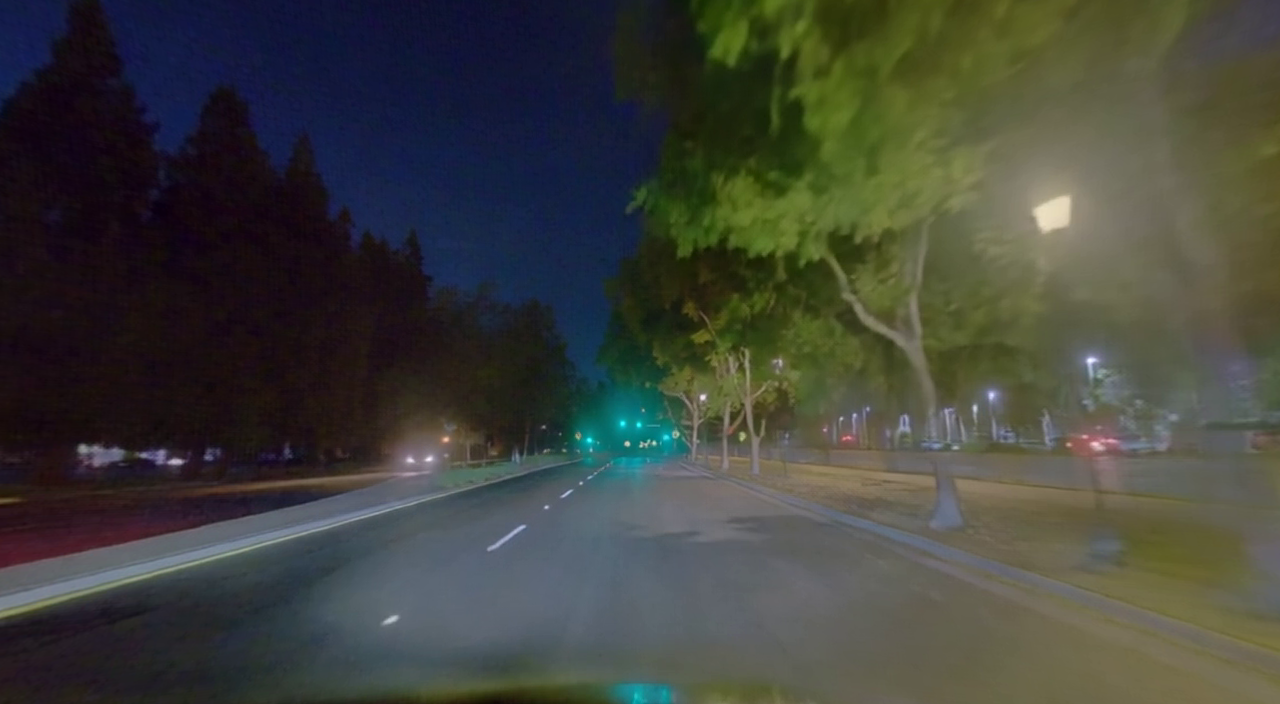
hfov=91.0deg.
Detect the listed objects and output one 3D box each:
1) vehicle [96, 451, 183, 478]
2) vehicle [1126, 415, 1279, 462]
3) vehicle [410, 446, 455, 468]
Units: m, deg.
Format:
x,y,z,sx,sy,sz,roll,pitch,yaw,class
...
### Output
x,y,z,sx,sy,sz,roll,pitch,yaw,class
-34.491,7.733,43.455,4.423,1.705,1.772,-1,-9,-1,vehicle
24.450,3.792,27.401,4.814,1.804,1.980,-1,-10,-2,vehicle
-15.603,7.908,47.602,1.862,1.507,4.424,0,-9,0,vehicle
